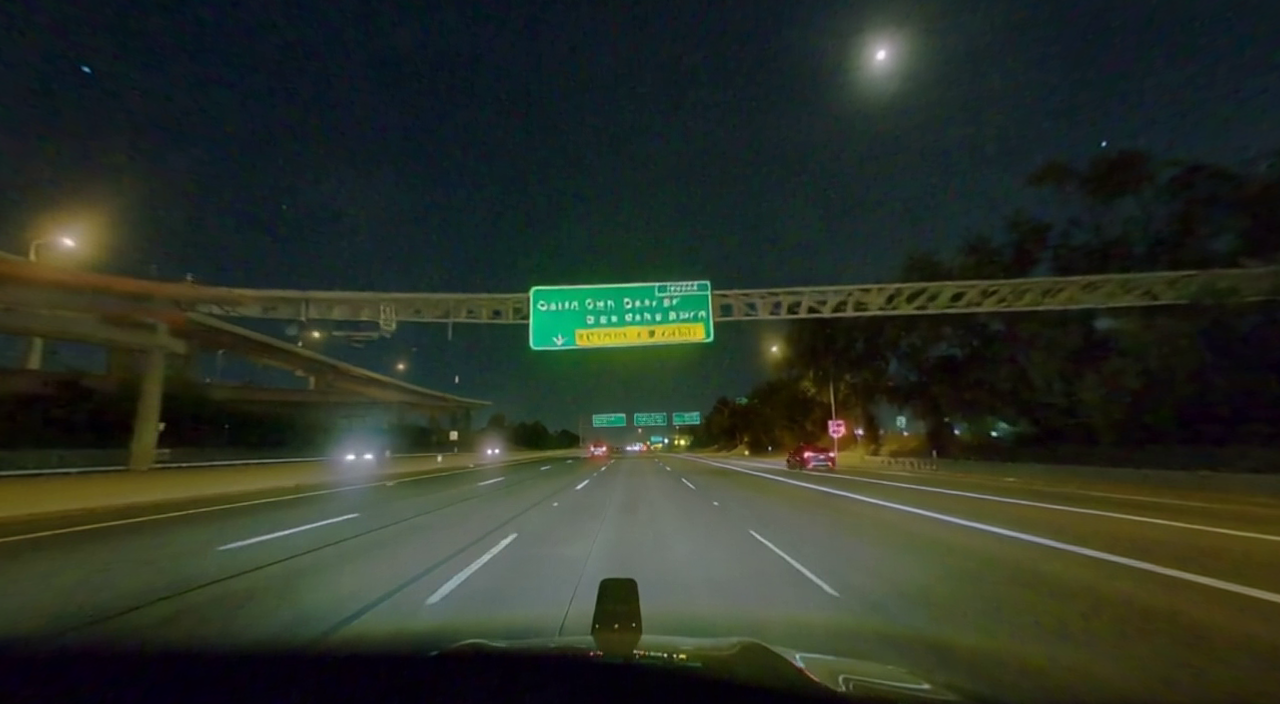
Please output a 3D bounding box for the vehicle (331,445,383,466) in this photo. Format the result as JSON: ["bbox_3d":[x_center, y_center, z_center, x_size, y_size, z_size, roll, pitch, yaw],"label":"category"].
[{"bbox_3d":[-21.562,7.894,48.403,1.923,1.567,4.576,0,-9,-1],"label":"vehicle"}]
